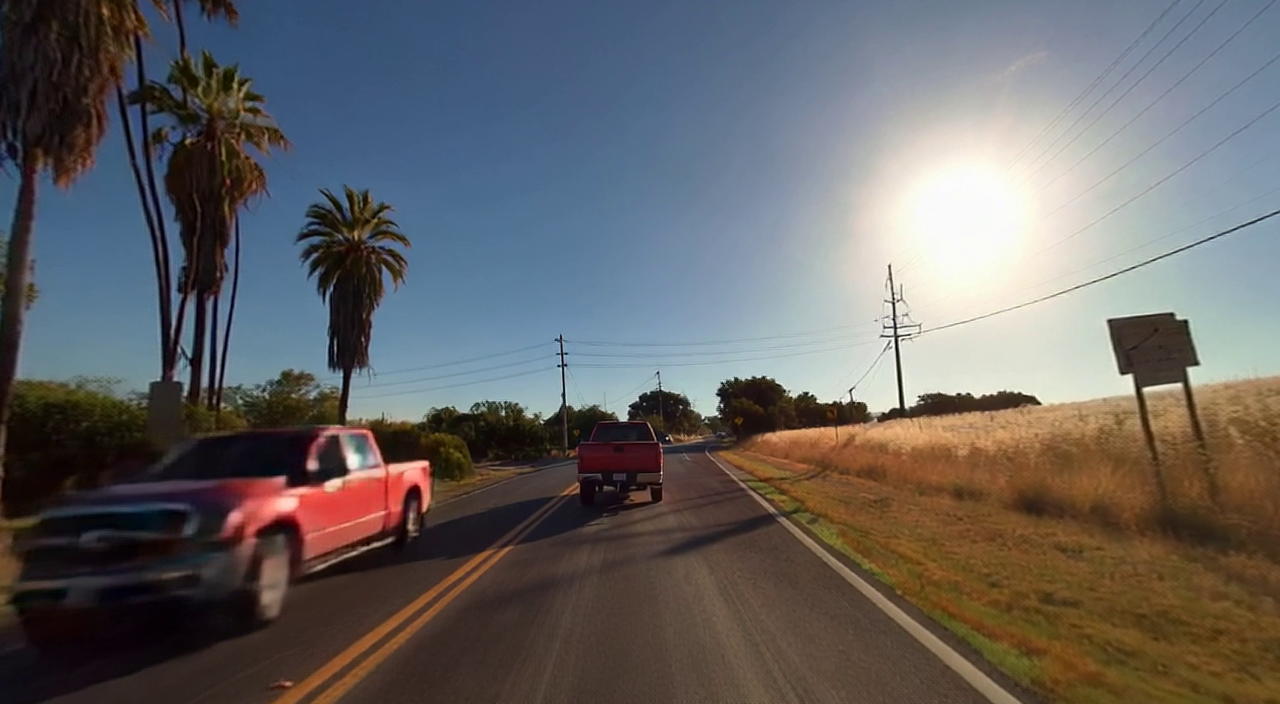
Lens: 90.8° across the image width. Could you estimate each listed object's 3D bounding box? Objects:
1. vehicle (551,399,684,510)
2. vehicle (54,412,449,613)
[{"bbox_3d":[-0.505,2.521,15.860,2.693,2.223,5.885,0,-8,-1],"label":"vehicle"},{"bbox_3d":[-4.331,1.844,8.345,2.128,1.834,4.877,0,-8,-1],"label":"vehicle"}]
